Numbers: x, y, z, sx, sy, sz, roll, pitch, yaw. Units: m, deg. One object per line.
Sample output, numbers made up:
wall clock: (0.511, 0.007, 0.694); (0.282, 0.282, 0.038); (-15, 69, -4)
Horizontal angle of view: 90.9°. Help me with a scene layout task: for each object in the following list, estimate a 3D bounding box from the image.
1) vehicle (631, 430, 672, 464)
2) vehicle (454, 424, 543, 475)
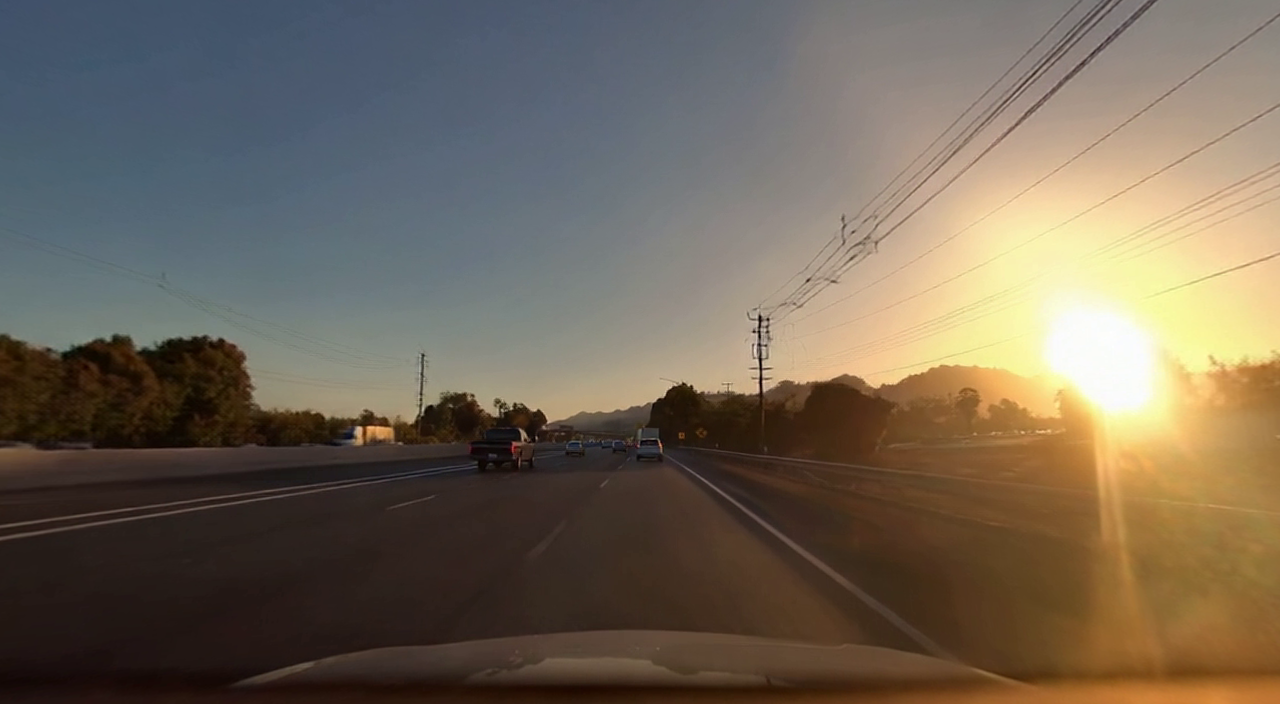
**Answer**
vehicle: (0.686, 6.084, 40.450); (2.448, 2.025, 5.193); (0, -8, 0)
vehicle: (-6.156, 4.375, 28.456); (2.460, 1.992, 6.474); (0, -8, 1)
